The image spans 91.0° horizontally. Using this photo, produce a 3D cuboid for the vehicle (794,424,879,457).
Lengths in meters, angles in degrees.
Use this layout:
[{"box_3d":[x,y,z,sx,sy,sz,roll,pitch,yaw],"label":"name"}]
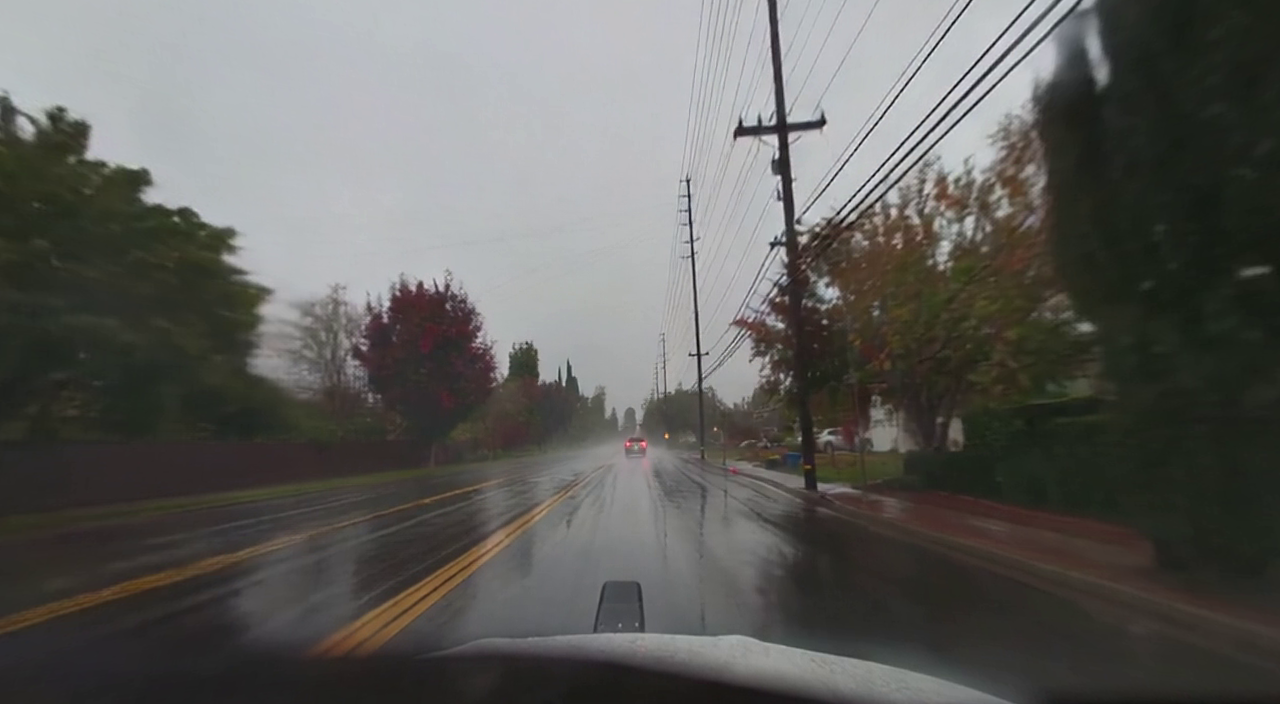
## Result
[{"box_3d":[12.860,5.832,41.433,4.905,2.056,2.058,0,-8,0],"label":"vehicle"}]
